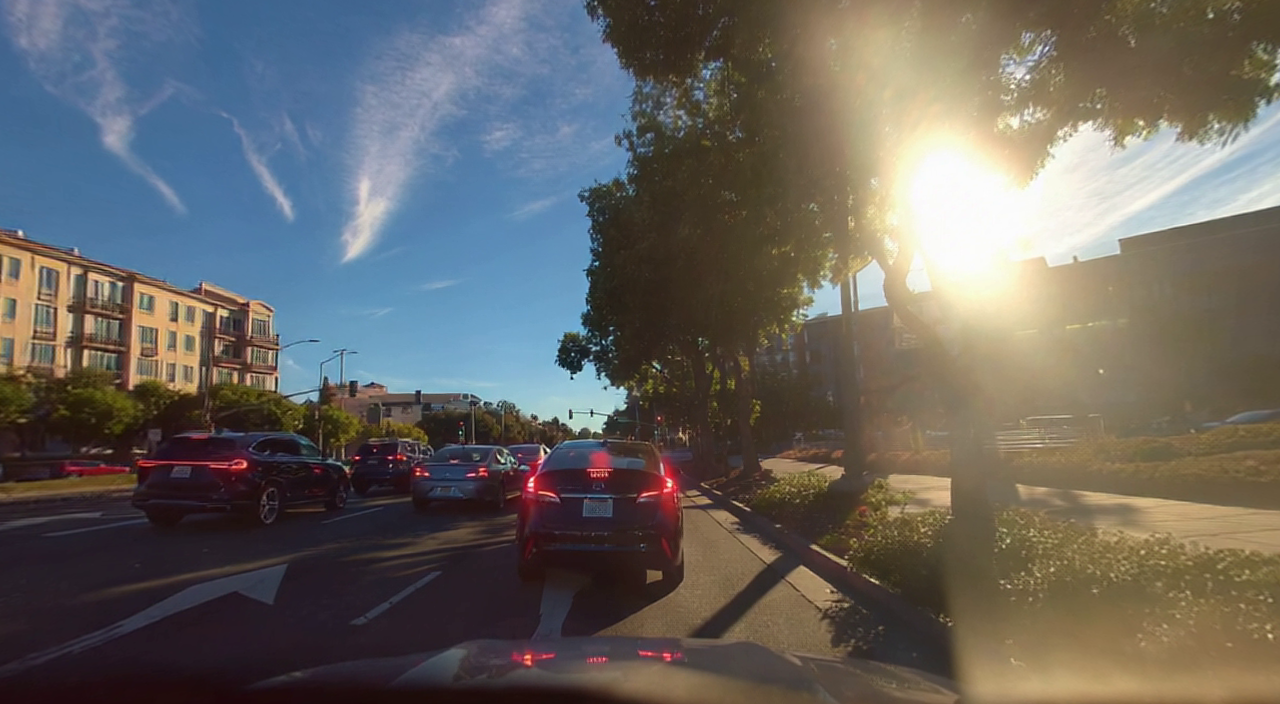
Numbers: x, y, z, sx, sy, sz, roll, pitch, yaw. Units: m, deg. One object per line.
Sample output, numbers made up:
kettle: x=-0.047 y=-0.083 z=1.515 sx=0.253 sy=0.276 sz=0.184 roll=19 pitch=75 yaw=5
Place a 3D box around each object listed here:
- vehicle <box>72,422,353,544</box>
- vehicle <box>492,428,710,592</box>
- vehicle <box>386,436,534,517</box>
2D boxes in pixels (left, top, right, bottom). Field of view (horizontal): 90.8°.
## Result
vehicle: x=-7.289 y=2.246 z=11.498 sx=2.068 sy=1.784 sz=4.224 roll=0 pitch=-9 yaw=1
vehicle: x=-0.383 y=1.811 z=8.062 sx=2.066 sy=1.544 sz=3.954 roll=0 pitch=-9 yaw=0
vehicle: x=-3.794 y=2.701 z=14.274 sx=1.913 sy=1.521 sz=4.539 roll=0 pitch=-9 yaw=1
